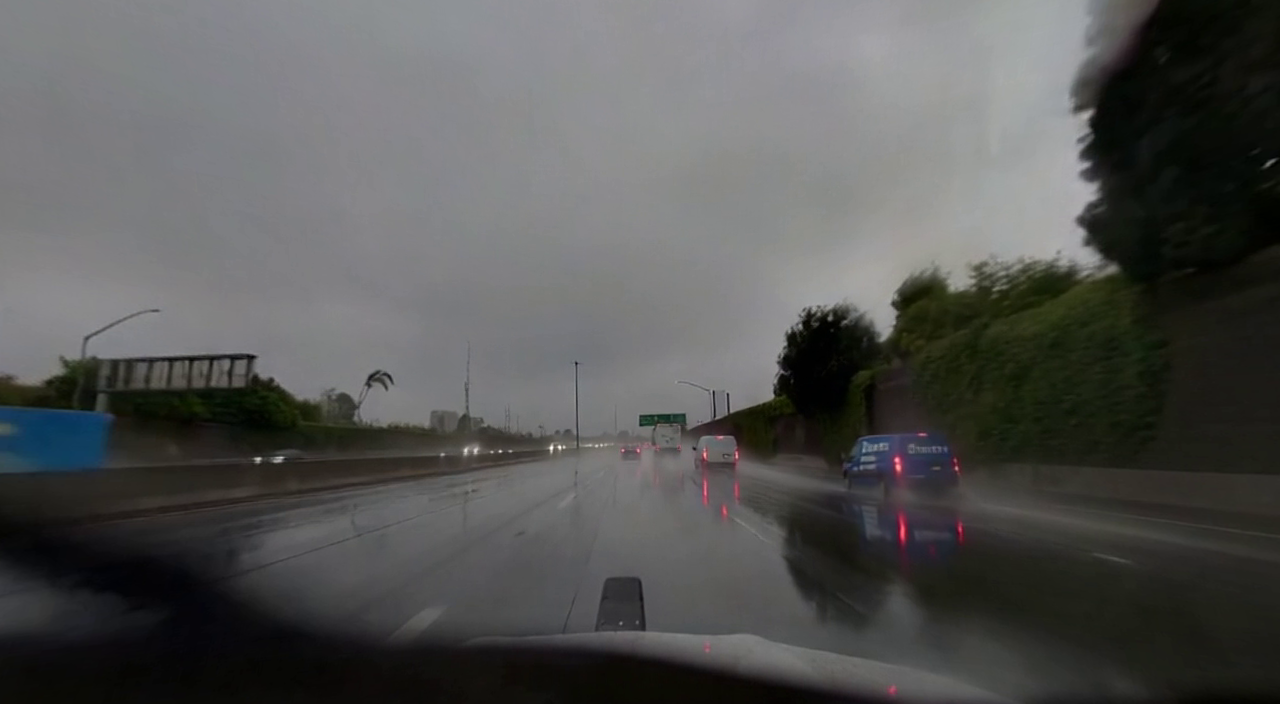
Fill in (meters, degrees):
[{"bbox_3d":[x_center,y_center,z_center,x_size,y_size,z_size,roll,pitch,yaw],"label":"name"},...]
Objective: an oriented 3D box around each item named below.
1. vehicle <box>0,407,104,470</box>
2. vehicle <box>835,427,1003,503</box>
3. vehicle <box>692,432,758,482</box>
[{"bbox_3d":[-29.001,3.112,23.048,2.682,2.685,19.077,0,-8,0],"label":"vehicle"},{"bbox_3d":[7.389,3.051,17.488,2.266,1.799,4.947,0,-8,-1],"label":"vehicle"},{"bbox_3d":[3.536,4.478,27.187,2.035,1.931,4.841,0,-9,-2],"label":"vehicle"}]
